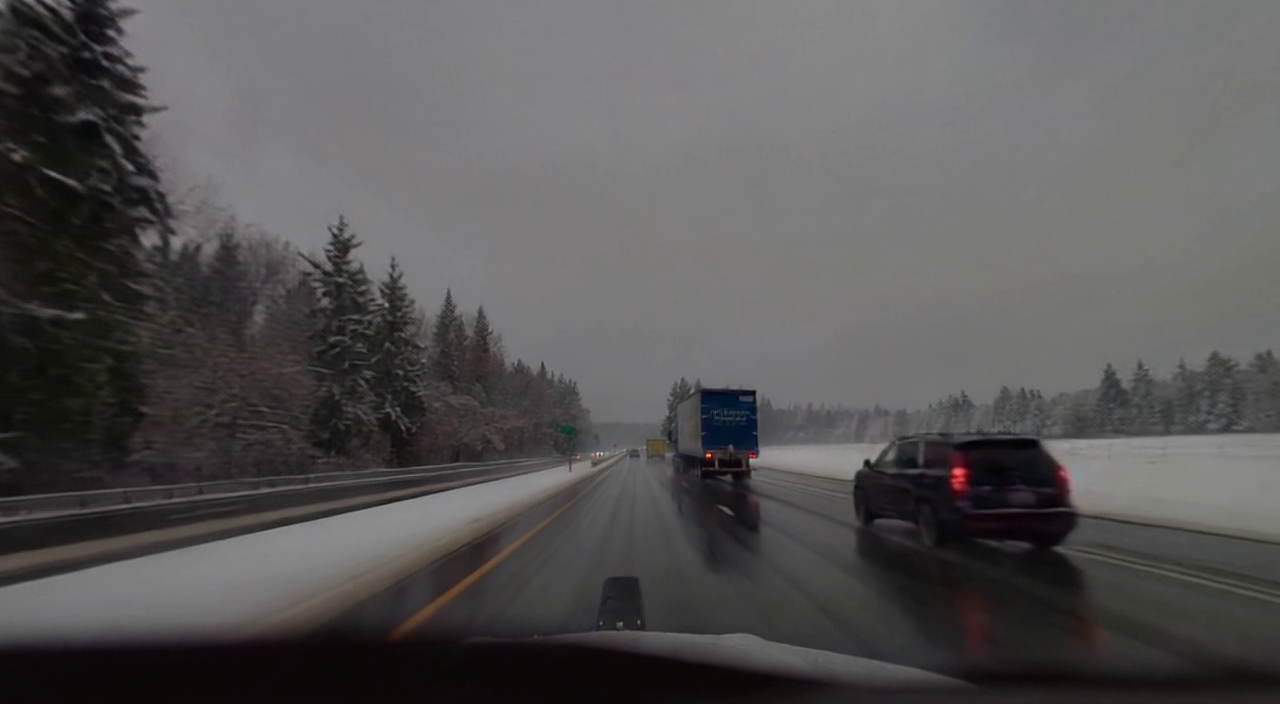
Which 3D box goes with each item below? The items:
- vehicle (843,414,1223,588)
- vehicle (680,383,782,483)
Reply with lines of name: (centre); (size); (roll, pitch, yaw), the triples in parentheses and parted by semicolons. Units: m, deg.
vehicle: (4.644, 1.832, 8.628); (2.118, 1.688, 4.715); (0, -9, 0)
vehicle: (4.195, 4.446, 33.203); (3.231, 4.102, 14.393); (0, -9, 0)
